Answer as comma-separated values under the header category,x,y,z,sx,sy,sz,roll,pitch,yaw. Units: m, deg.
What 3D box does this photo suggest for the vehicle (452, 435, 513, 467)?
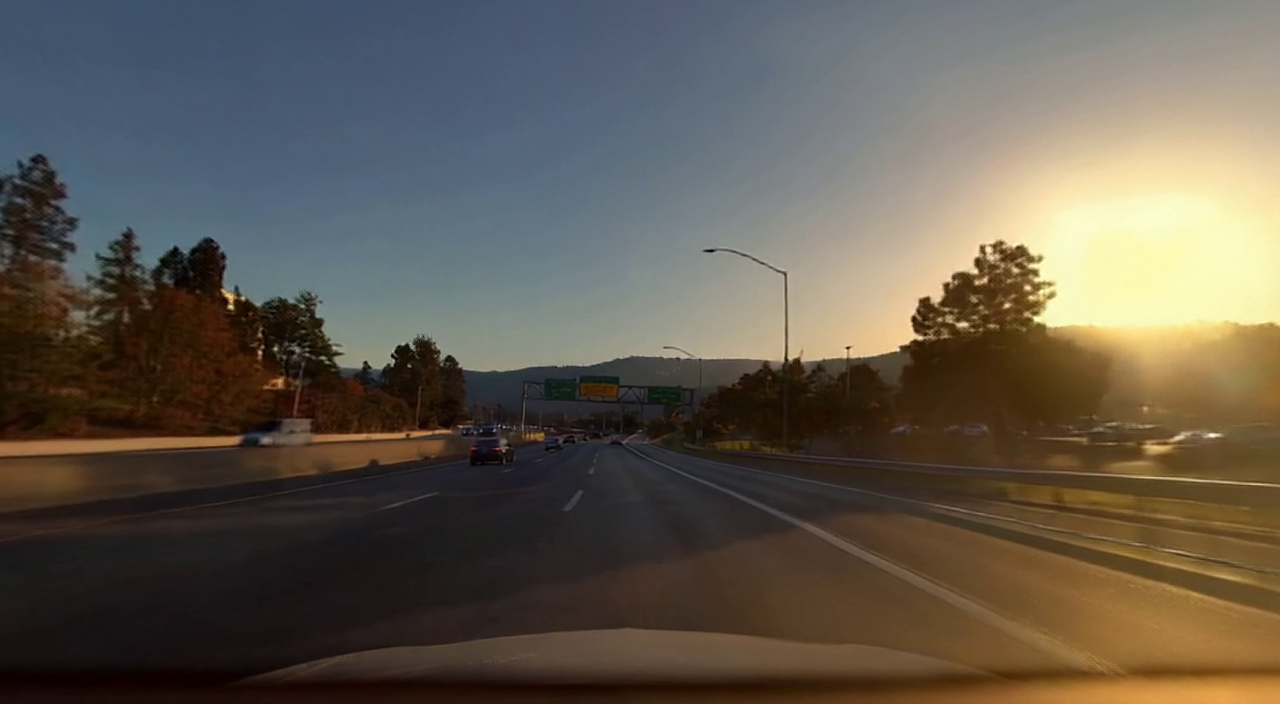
category,x,y,z,sx,sy,sz,roll,pitch,yaw
vehicle,-7.959,5.022,32.233,2.025,1.494,4.495,0,-8,-1

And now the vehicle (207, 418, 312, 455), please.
category,x,y,z,sx,sy,sz,roll,pitch,yaw
vehicle,-22.693,5.147,38.031,2.687,2.033,6.139,0,-8,-2

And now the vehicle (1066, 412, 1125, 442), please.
category,x,y,z,sx,sy,sz,roll,pitch,yaw
vehicle,31.804,5.284,43.936,2.349,1.906,5.494,-9,-12,44
